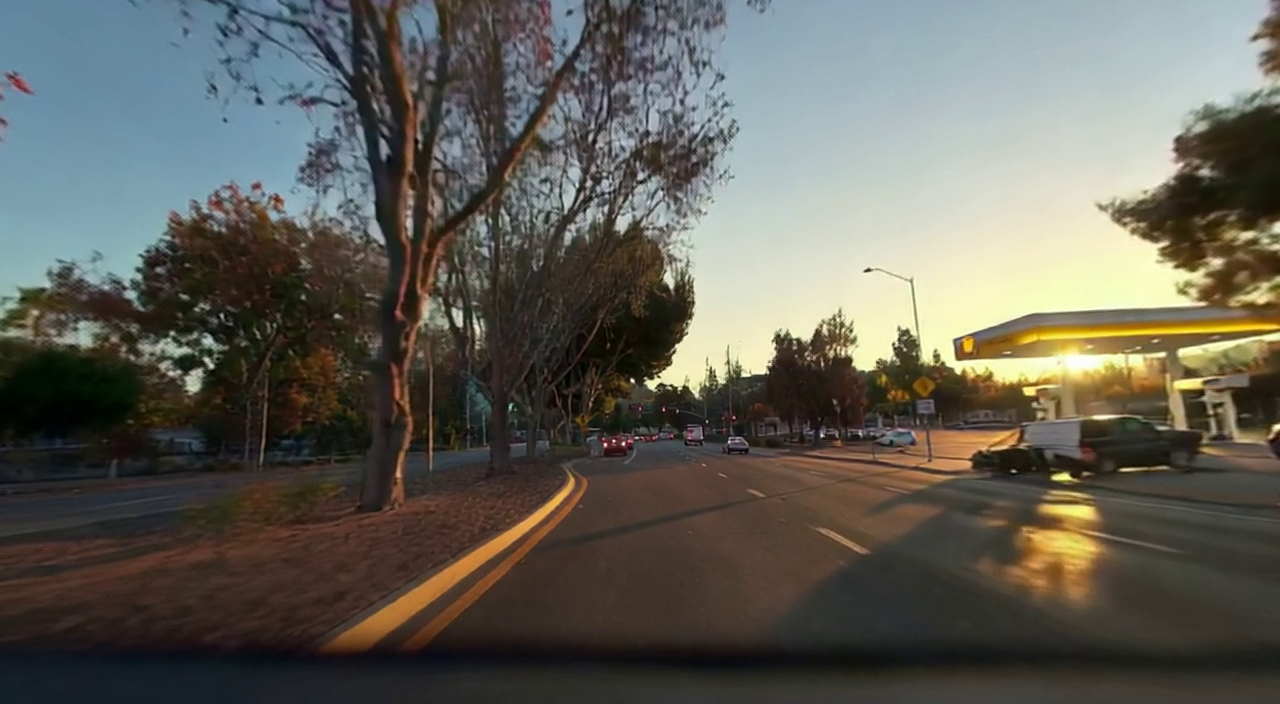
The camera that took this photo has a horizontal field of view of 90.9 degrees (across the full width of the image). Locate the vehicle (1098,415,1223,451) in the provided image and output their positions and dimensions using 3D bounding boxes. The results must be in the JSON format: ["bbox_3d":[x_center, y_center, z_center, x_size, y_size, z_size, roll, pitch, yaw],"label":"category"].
[{"bbox_3d":[24.704,3.904,30.118,4.079,1.632,1.961,-4,-9,22],"label":"vehicle"}]

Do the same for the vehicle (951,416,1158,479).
[{"bbox_3d":[12.829,3.022,19.977,4.960,1.802,2.068,-3,-9,17],"label":"vehicle"}]

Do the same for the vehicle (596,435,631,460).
[{"bbox_3d":[-1.687,6.009,39.635,2.032,1.461,4.173,0,-9,-3],"label":"vehicle"}]
